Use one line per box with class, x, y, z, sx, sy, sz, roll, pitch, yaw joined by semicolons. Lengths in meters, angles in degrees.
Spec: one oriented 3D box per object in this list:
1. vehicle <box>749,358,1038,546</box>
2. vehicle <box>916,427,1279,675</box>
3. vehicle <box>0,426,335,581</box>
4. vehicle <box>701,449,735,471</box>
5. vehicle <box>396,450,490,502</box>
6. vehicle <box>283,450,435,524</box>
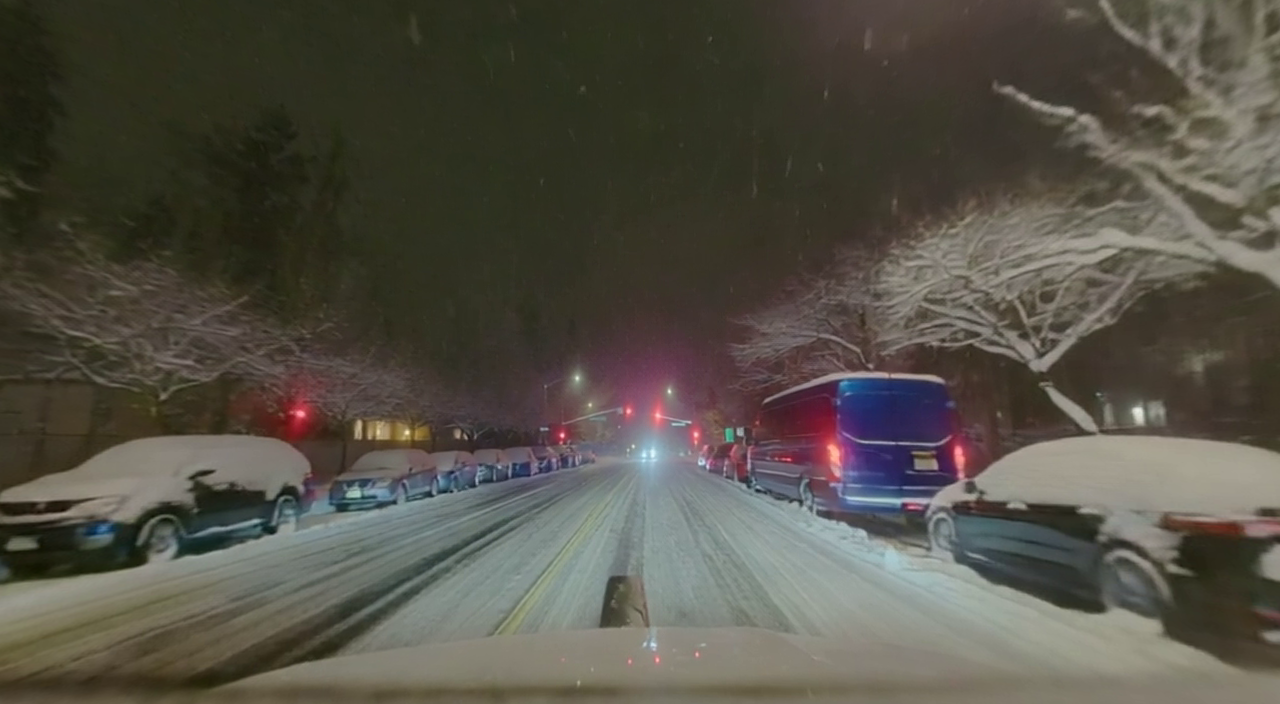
vehicle;4.524;2.074;13.259;3.089;2.882;6.770;-1;-9;-1
vehicle;4.452;1.537;6.029;1.764;1.494;4.248;-1;-9;1
vehicle;-6.988;2.108;9.702;1.984;1.745;4.866;-1;-9;2
vehicle;5.313;7.386;43.321;1.849;1.415;4.181;-1;-9;1
vehicle;-6.576;4.141;21.512;1.832;1.439;4.337;-2;-8;0
vehicle;-6.793;3.259;15.845;1.718;1.435;4.370;-3;-8;2
